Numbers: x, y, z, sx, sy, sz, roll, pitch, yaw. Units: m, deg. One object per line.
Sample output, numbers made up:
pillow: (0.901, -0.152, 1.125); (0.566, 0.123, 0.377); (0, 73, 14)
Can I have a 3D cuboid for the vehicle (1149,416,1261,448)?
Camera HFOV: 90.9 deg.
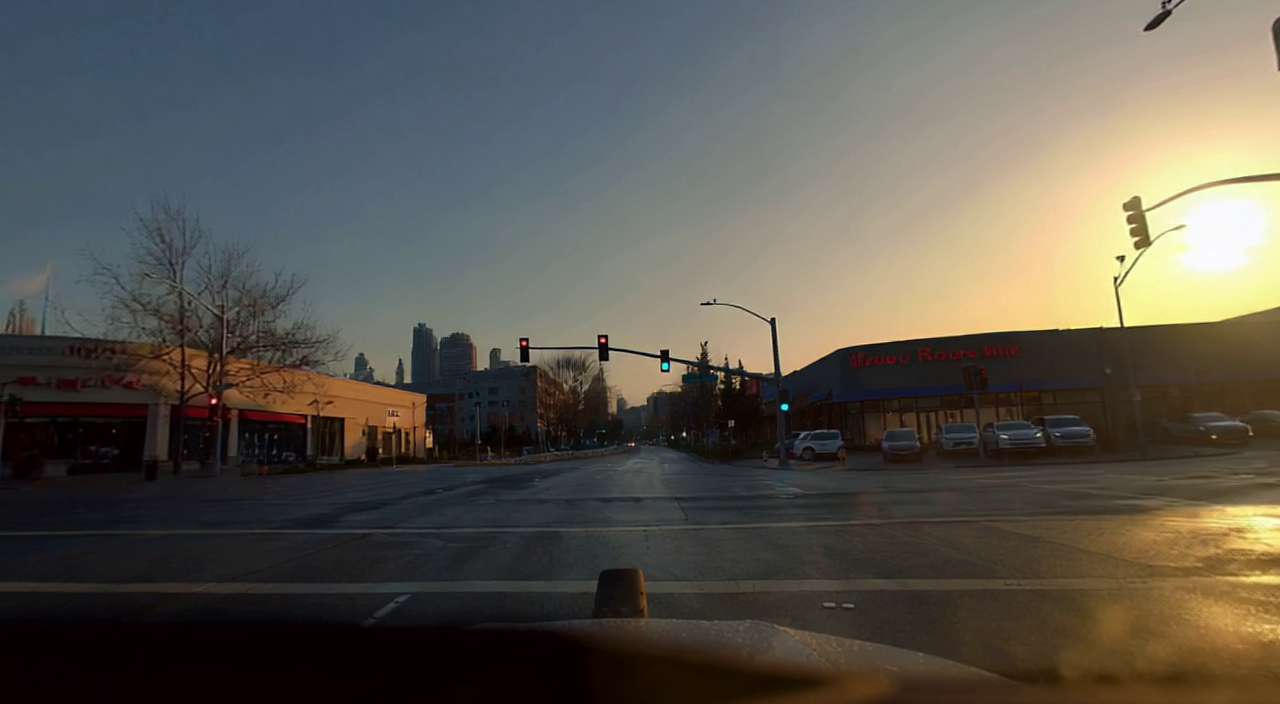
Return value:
vehicle: (28.259, 4.075, 31.724); (1.799, 1.459, 4.266); (0, -8, 3)
